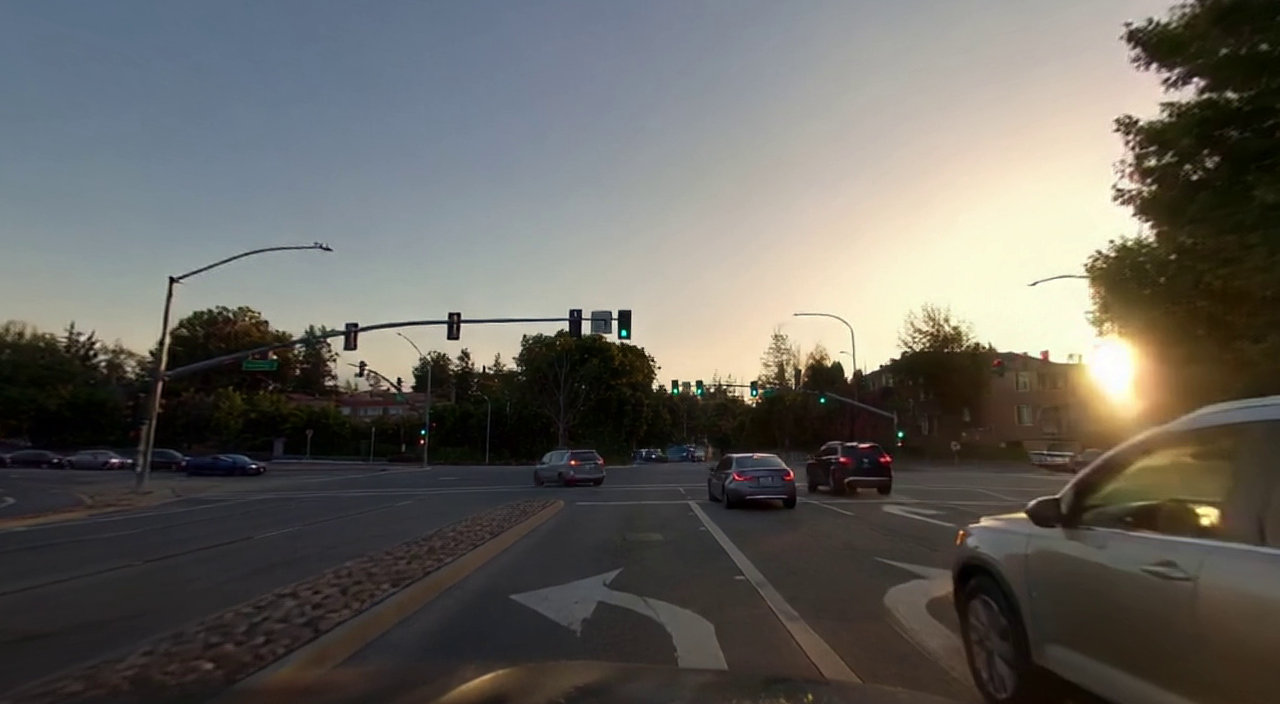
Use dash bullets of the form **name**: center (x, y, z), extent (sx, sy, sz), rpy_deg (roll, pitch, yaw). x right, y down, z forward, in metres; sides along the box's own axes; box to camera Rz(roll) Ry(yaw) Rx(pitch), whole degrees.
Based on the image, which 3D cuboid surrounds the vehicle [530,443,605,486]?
- **vehicle**: center (-3.293, 4.947, 28.118), extent (2.099, 1.705, 4.020), rpy_deg (4, -9, -25)

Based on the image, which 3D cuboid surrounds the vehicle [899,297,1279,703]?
- **vehicle**: center (2.827, 0.741, 1.851), extent (2.115, 1.737, 4.642), rpy_deg (0, -8, 0)

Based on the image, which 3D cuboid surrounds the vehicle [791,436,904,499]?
- **vehicle**: center (6.673, 3.744, 20.936), extent (2.105, 1.830, 4.610), rpy_deg (0, -8, -1)

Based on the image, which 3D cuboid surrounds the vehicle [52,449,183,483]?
- **vehicle**: center (-26.258, 5.734, 31.783), extent (4.724, 1.630, 1.968), rpy_deg (0, -8, -2)

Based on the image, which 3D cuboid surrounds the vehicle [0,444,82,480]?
- **vehicle**: center (-36.815, 6.563, 37.648), extent (4.771, 1.778, 2.032), rpy_deg (3, -8, -2)

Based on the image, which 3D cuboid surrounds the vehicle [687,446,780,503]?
- **vehicle**: center (2.664, 3.604, 19.074), extent (2.009, 1.480, 4.423), rpy_deg (0, -8, -2)

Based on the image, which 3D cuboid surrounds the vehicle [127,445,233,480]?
- **vehicle**: center (-27.723, 6.647, 38.097), extent (4.689, 1.734, 2.034), rpy_deg (3, -8, -1)
